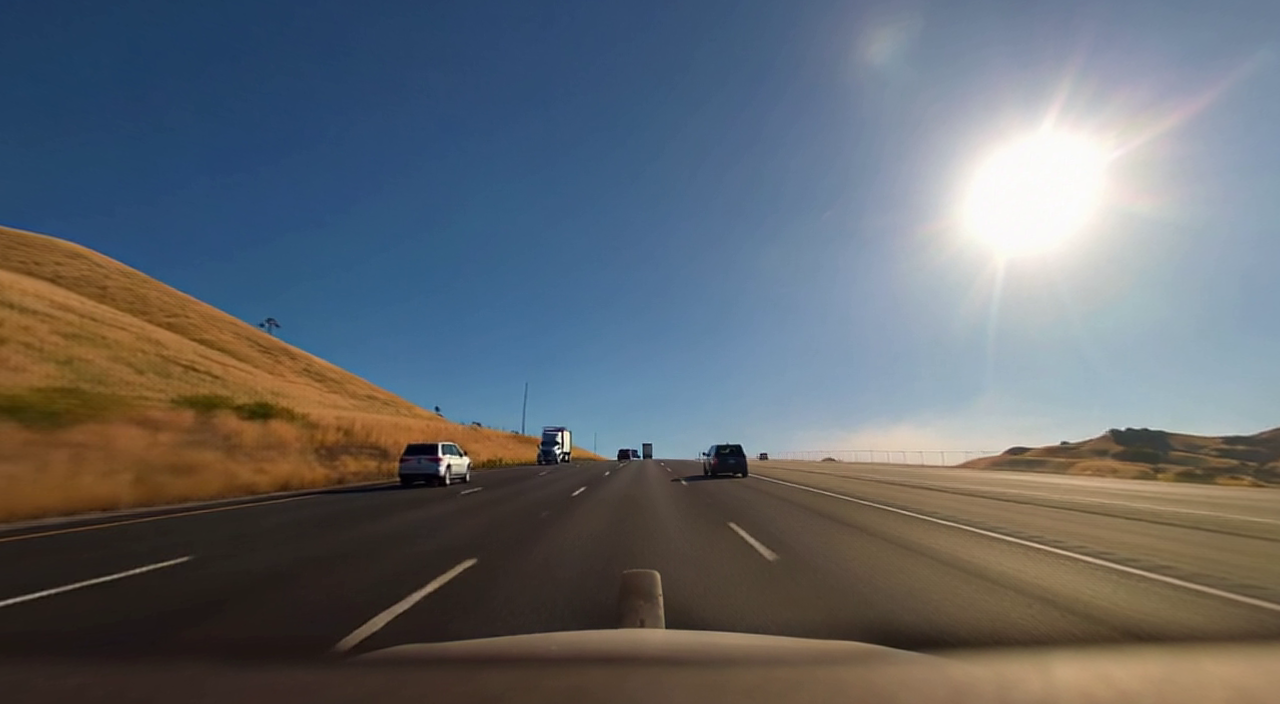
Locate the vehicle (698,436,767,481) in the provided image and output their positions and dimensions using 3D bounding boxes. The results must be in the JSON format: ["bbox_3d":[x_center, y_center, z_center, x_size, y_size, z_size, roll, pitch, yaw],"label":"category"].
[{"bbox_3d":[3.901,4.602,27.399,2.231,1.789,4.700,0,-9,0],"label":"vehicle"}]

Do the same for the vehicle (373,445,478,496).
[{"bbox_3d":[-7.223,4.023,21.842,1.935,1.550,4.883,0,-9,0],"label":"vehicle"}]
